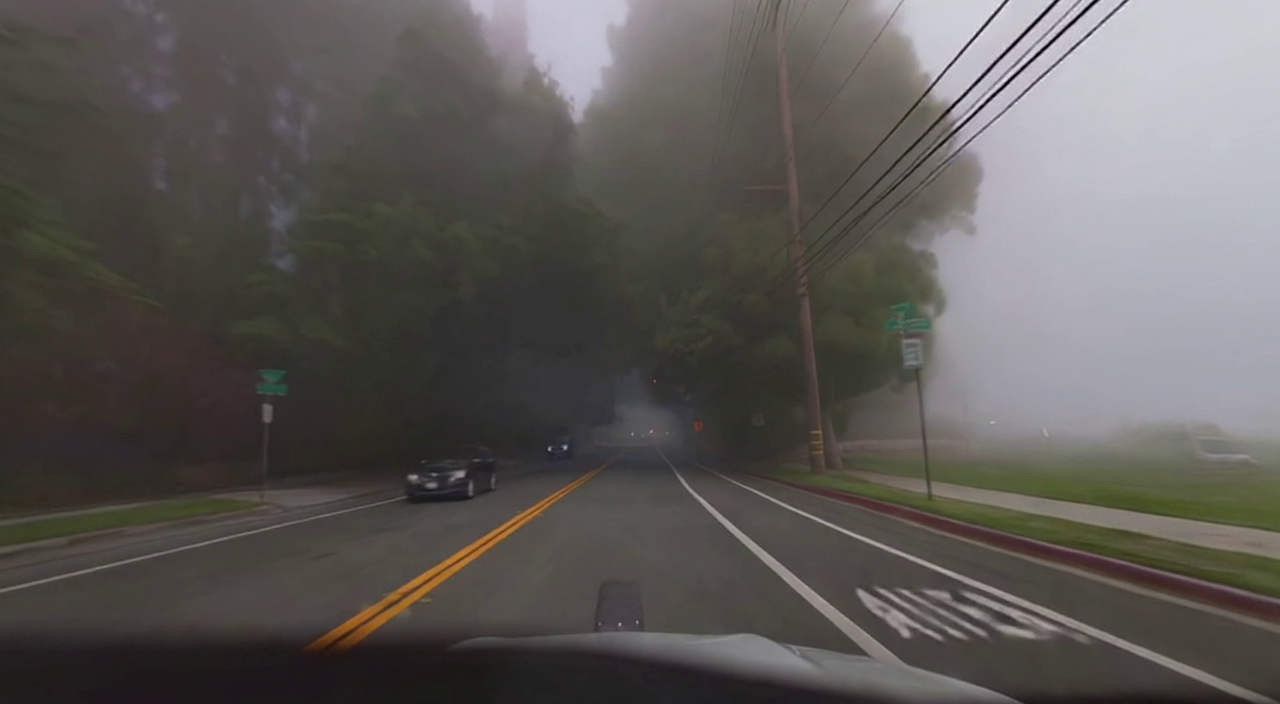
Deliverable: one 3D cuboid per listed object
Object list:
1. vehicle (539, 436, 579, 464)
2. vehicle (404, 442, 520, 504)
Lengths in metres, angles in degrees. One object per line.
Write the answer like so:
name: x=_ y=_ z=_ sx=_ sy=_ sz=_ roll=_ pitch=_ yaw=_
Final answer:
vehicle: x=-5.510 y=6.738 z=43.445 sx=2.228 sy=1.792 sz=4.397 roll=0 pitch=-8 yaw=-1
vehicle: x=-4.728 y=3.247 z=17.462 sx=1.966 sy=1.468 sz=4.207 roll=0 pitch=-8 yaw=0
